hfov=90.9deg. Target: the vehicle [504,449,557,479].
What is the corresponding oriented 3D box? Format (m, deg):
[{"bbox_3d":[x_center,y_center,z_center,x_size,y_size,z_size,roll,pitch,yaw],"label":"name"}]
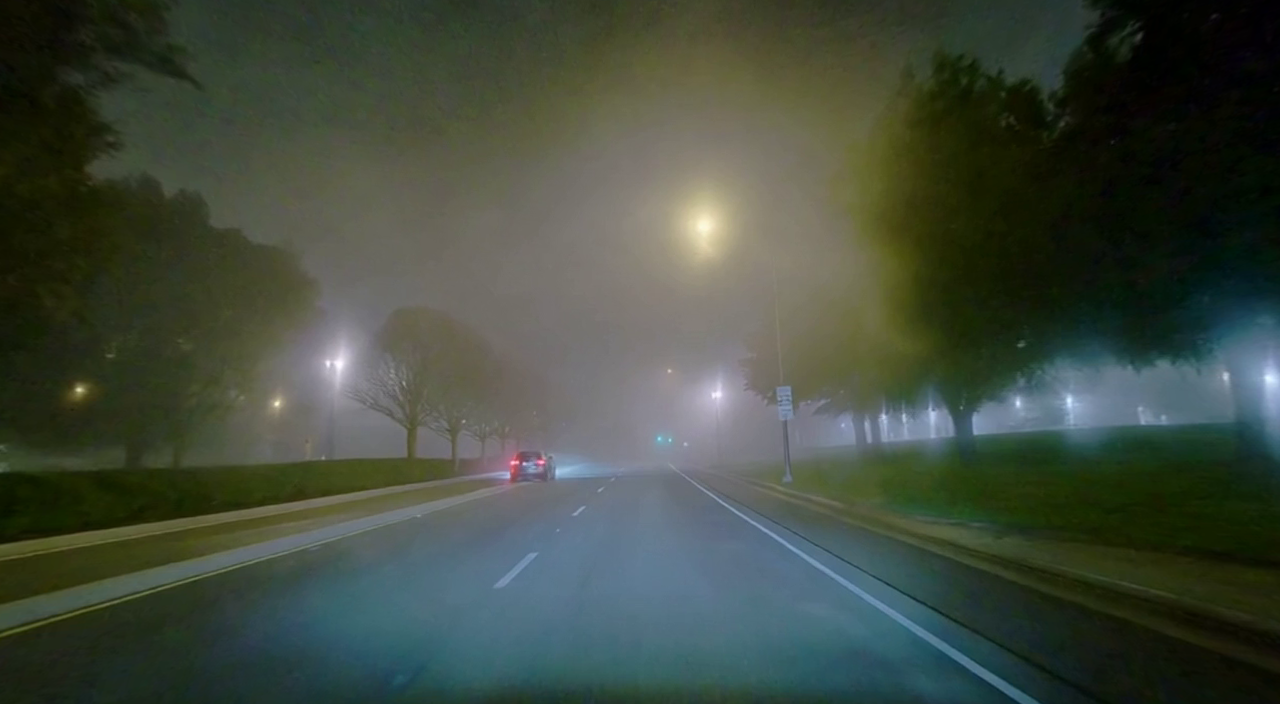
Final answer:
[{"bbox_3d":[-5.882,6.074,34.385,1.945,1.461,4.605,-1,-8,2],"label":"vehicle"}]
